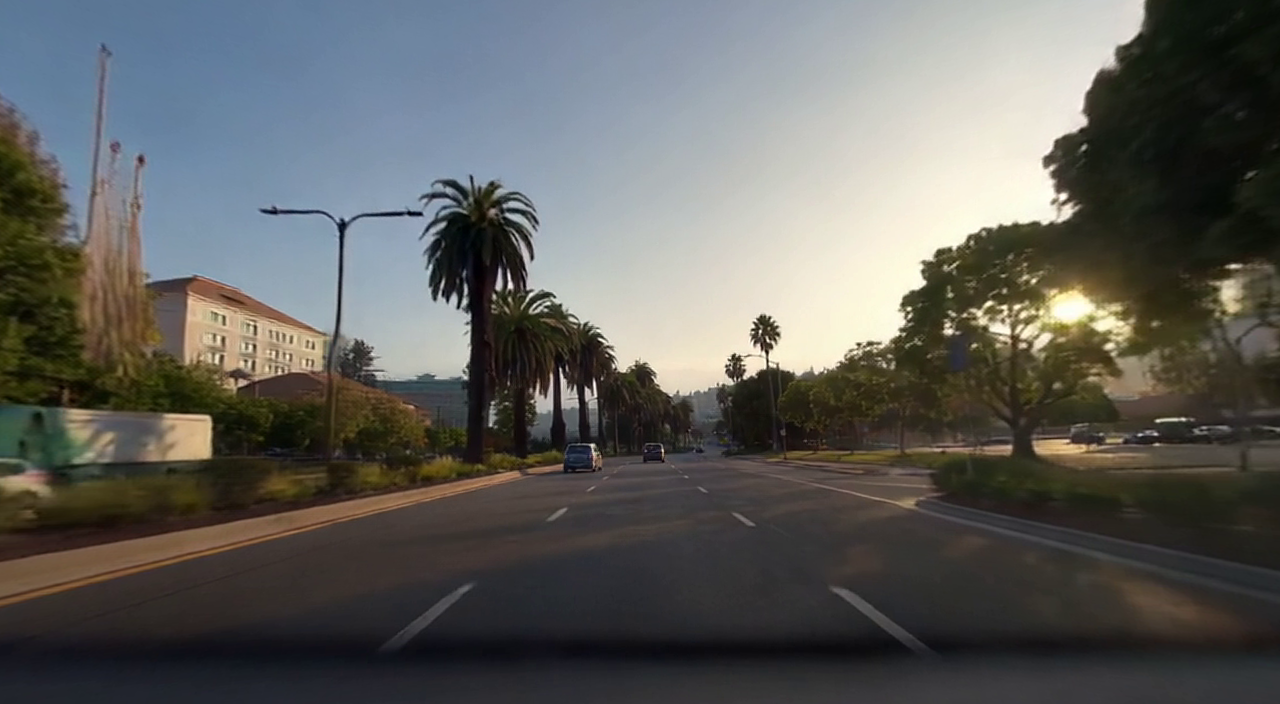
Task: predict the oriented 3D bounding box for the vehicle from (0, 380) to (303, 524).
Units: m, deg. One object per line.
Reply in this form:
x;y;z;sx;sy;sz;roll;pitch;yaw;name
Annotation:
-20.770;4.046;27.301;2.968;4.370;16.176;0;-7;1;vehicle

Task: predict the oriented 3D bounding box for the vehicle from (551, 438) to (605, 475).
-3.226;5.545;33.542;2.188;1.819;4.667;0;-9;3;vehicle

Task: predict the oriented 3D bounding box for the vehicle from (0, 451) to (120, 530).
-16.402;3.364;15.319;2.402;1.844;5.766;0;-9;1;vehicle
